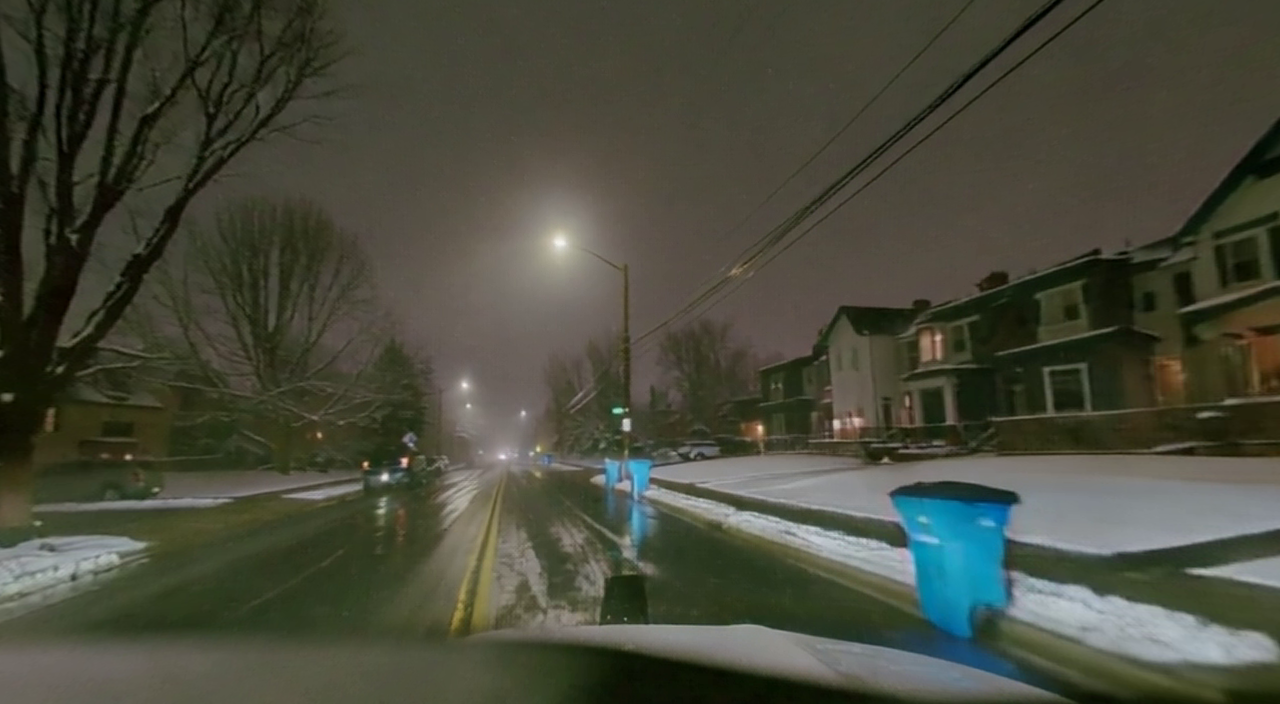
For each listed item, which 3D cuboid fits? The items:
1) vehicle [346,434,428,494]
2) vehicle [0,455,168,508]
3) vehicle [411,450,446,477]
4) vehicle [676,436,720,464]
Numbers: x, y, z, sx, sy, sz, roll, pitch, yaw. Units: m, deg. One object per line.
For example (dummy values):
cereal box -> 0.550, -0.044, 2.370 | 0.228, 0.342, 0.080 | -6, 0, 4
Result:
vehicle -> -11.662, 5.130, 29.551 | 2.223, 2.115, 5.707 | 7, -6, -10
vehicle -> -19.008, 4.323, 21.104 | 4.617, 1.491, 1.953 | -1, -10, -10
vehicle -> -15.551, 8.198, 46.482 | 1.945, 1.530, 4.430 | -3, -6, -13
vehicle -> 4.177, 7.151, 46.341 | 1.936, 1.687, 4.714 | -3, -6, -11
